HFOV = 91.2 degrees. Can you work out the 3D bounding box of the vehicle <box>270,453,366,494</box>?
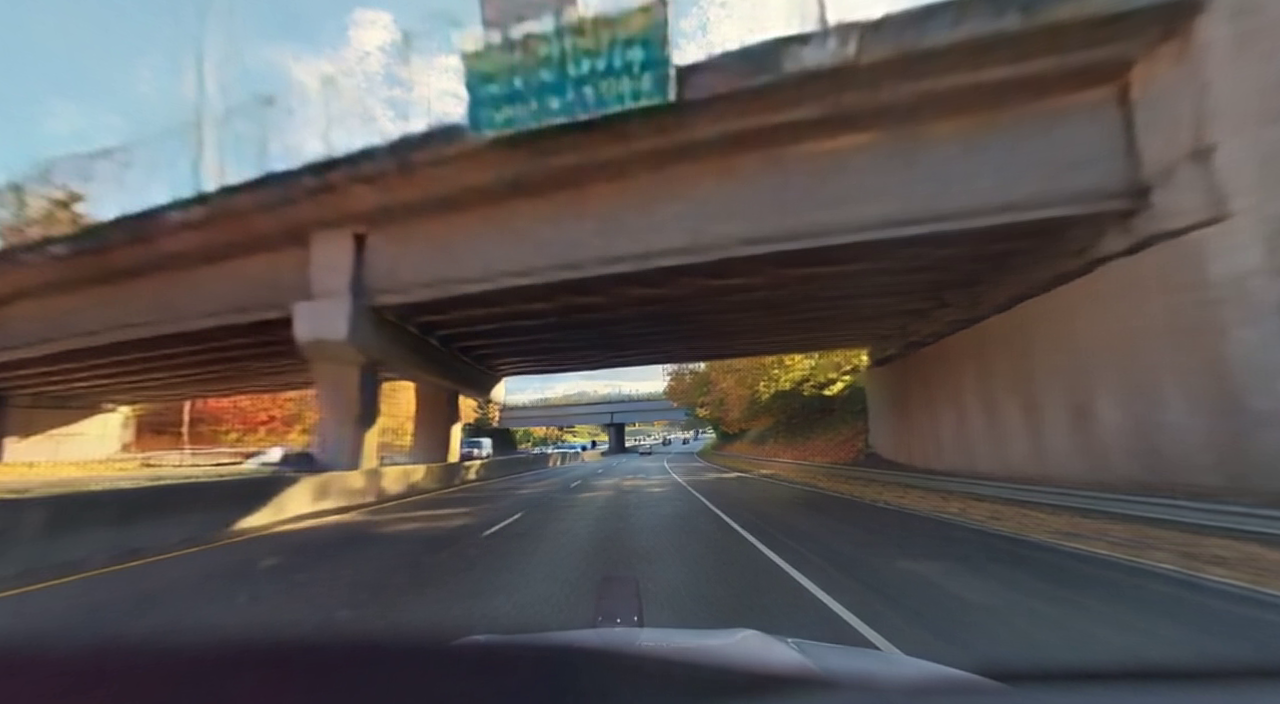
[{"bbox_3d":[-13.008,4.913,25.598,1.816,1.465,3.865,-1,-9,0],"label":"vehicle"}]
